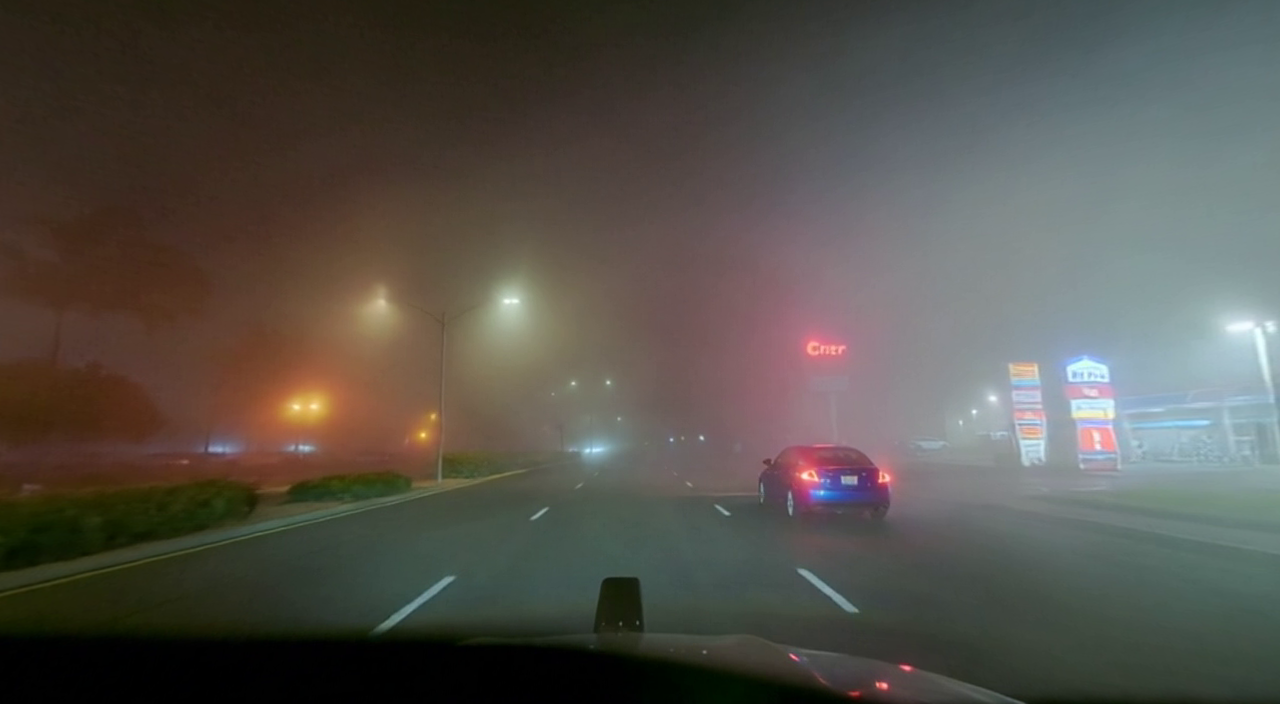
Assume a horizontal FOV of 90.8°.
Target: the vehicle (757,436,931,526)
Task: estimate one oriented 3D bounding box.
[{"bbox_3d":[3.720,2.414,12.460,1.978,1.442,4.262,0,-8,0],"label":"vehicle"}]
